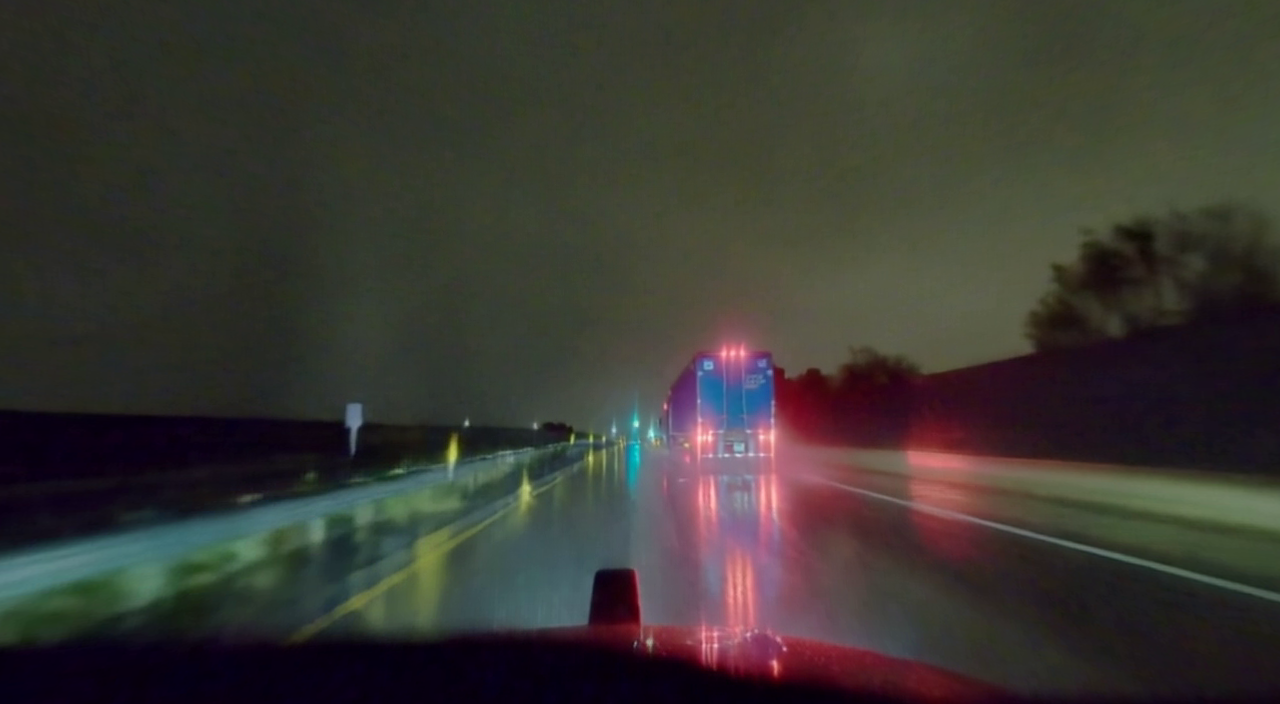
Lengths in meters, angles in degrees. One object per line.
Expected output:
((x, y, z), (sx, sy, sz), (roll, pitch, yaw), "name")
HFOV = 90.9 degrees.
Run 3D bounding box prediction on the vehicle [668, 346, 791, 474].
((3.104, 2.701, 26.627), (2.924, 4.024, 13.639), (0, -8, -1), "vehicle")
